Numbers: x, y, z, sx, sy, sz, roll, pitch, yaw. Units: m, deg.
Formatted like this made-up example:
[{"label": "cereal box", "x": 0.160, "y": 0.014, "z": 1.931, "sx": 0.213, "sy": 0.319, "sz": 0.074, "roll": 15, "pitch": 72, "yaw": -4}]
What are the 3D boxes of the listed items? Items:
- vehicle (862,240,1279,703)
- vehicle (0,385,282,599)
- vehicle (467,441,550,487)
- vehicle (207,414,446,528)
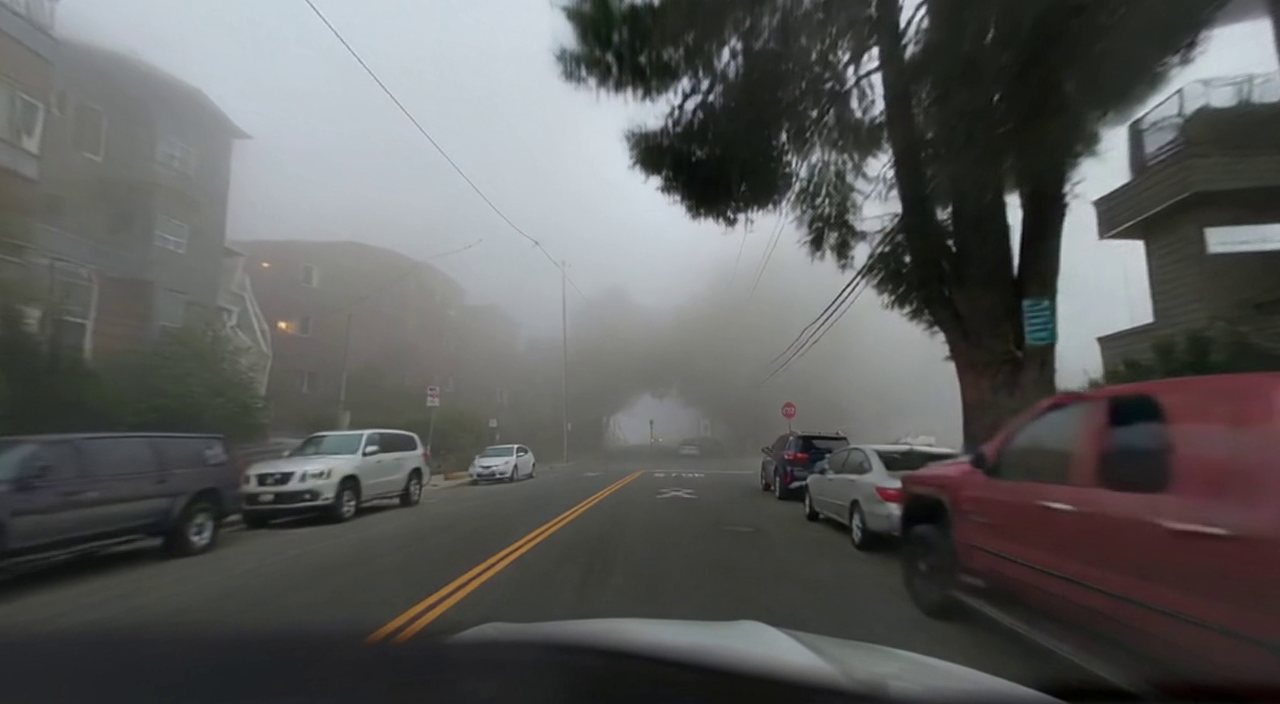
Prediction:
[{"label": "vehicle", "x": 3.145, "y": 0.850, "z": 3.203, "sx": 2.248, "sy": 1.964, "sz": 5.736, "roll": -1, "pitch": -9, "yaw": 4}, {"label": "vehicle", "x": -6.802, "y": 1.581, "z": 7.199, "sx": 2.270, "sy": 1.881, "sz": 5.412, "roll": -6, "pitch": -9, "yaw": 1}, {"label": "vehicle", "x": -5.037, "y": 4.346, "z": 24.875, "sx": 1.922, "sy": 1.505, "sz": 4.502, "roll": -4, "pitch": -8, "yaw": 5}, {"label": "vehicle", "x": -6.197, "y": 2.437, "z": 13.497, "sx": 2.158, "sy": 1.929, "sz": 5.184, "roll": -1, "pitch": -9, "yaw": 4}]
